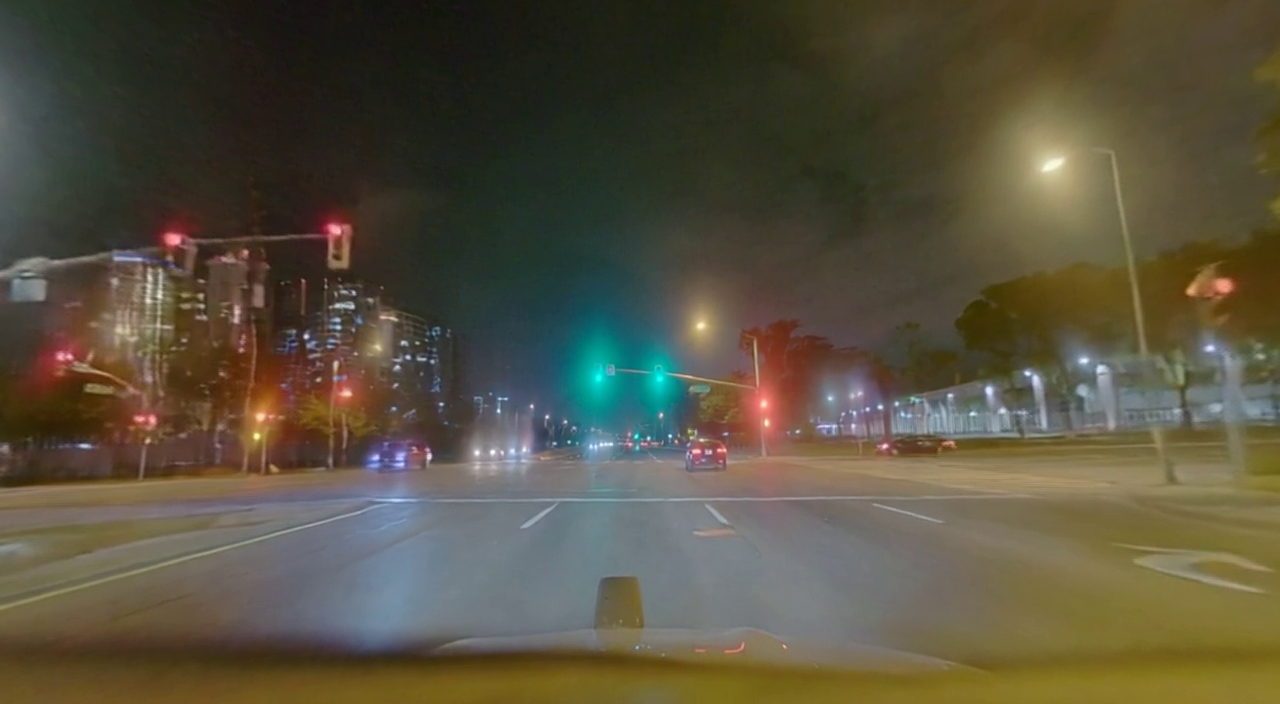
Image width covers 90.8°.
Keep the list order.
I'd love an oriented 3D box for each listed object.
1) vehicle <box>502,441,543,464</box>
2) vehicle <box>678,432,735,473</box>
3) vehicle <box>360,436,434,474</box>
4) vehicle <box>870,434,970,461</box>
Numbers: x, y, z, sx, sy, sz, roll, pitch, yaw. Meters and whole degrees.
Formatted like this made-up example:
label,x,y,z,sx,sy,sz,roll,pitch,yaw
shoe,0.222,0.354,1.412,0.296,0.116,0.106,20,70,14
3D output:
label,x,y,z,sx,sy,sz,roll,pitch,yaw
vehicle,-8.070,6.935,43.797,1.963,1.472,4.584,-1,-8,0
vehicle,3.033,4.701,29.723,2.069,1.761,4.610,0,-8,-1
vehicle,-12.245,5.221,32.171,1.951,1.759,4.518,-1,-8,0
vehicle,16.404,5.610,37.249,4.839,1.490,2.134,-1,-8,4
